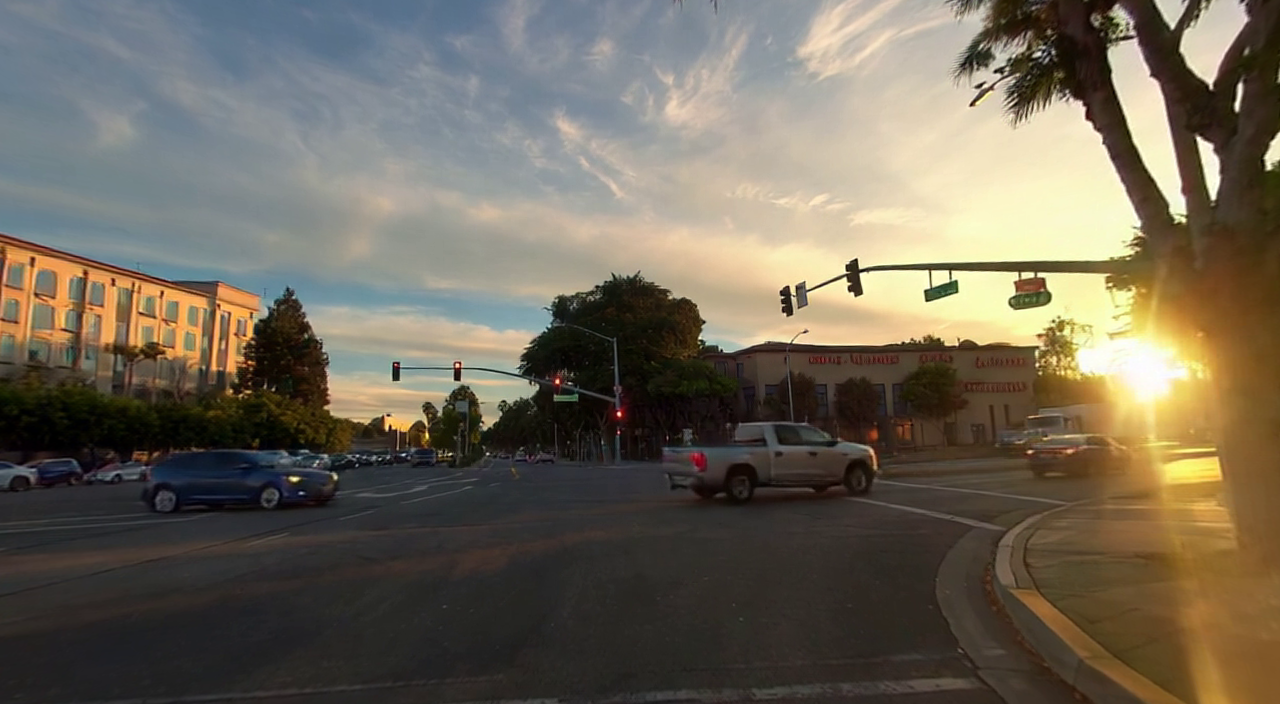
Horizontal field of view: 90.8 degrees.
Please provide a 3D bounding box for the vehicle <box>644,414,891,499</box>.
[{"bbox_3d":[3.272,2.702,16.600,5.896,1.937,2.358,2,-9,-17],"label":"vehicle"}]

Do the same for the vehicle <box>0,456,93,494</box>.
[{"bbox_3d":[-31.174,6.292,32.600,2.142,1.723,4.692,1,-9,-9],"label":"vehicle"}]

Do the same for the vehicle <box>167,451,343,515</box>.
[{"bbox_3d":[-10.357,3.400,16.930,4.702,1.468,1.999,-6,-10,31],"label":"vehicle"}]

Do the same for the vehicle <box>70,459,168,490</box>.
[{"bbox_3d":[-28.377,6.656,34.633,1.965,1.448,4.553,1,-9,-9],"label":"vehicle"}]

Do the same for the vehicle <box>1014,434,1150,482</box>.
[{"bbox_3d":[15.092,3.568,21.503,4.728,1.471,1.957,5,-10,-31],"label":"vehicle"}]
